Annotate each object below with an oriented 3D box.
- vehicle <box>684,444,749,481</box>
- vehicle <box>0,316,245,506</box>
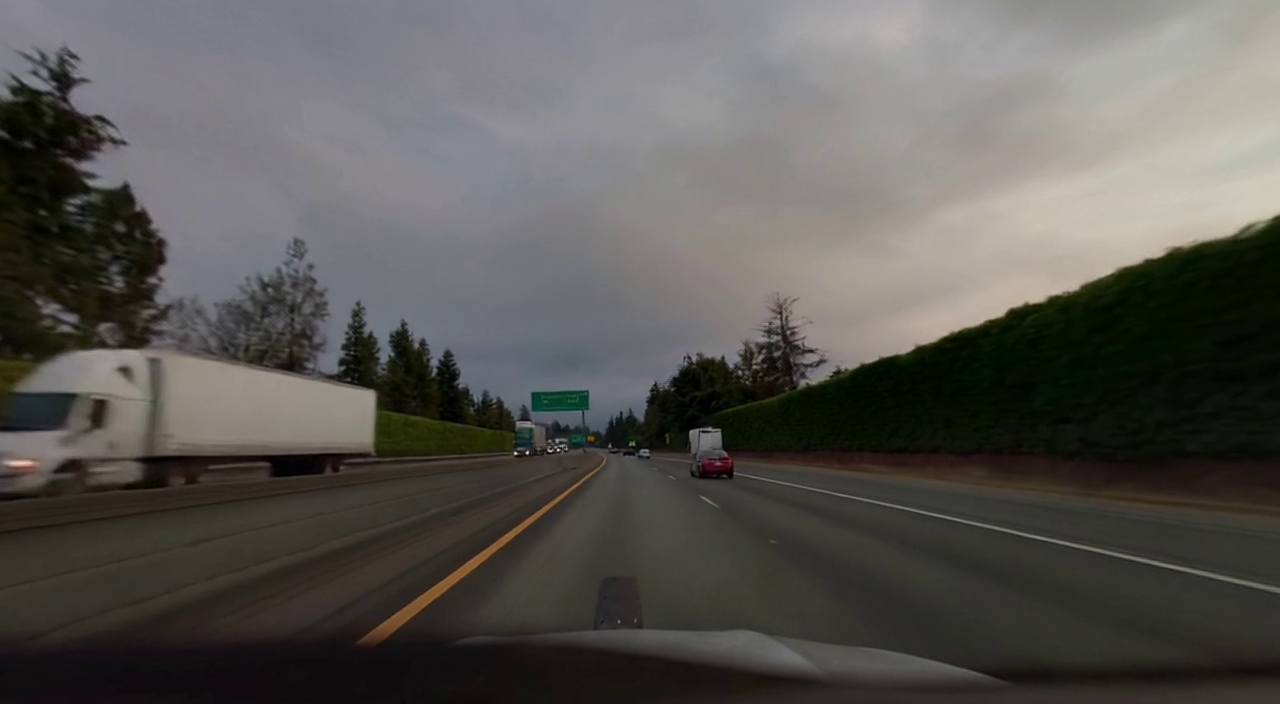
[{"bbox_3d":[3.375,5.008,28.626,2.244,1.498,4.338,0,-9,-3],"label":"vehicle"},{"bbox_3d":[-13.635,1.661,16.107,2.974,3.986,5.874,0,-9,-1],"label":"vehicle"}]
